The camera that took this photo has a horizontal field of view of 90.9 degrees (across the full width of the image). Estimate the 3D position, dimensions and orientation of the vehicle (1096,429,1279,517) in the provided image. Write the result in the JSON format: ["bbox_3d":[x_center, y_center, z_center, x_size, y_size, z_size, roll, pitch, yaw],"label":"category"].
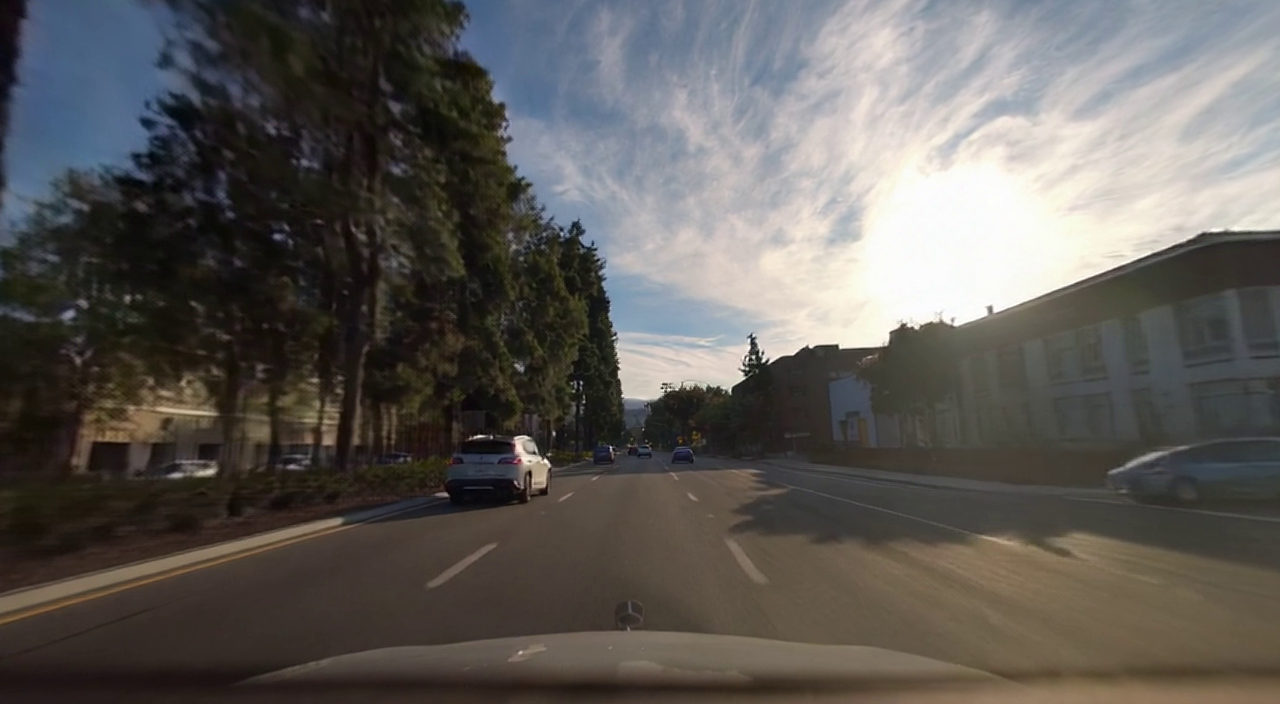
[{"bbox_3d":[12.709,2.471,13.205,4.515,1.599,1.968,-5,-10,11],"label":"vehicle"}]

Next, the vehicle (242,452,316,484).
[{"bbox_3d":[-22.995,7.369,40.439,1.986,1.826,5.008,0,-8,-3],"label":"vehicle"}]

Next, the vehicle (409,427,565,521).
[{"bbox_3d":[-3.004,2.512,13.573,2.121,1.656,4.559,0,-8,1],"label":"vehicle"}]

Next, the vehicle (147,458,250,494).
[{"bbox_3d":[-21.350,5.992,30.732,1.729,1.499,4.579,0,-8,0],"label":"vehicle"}]
